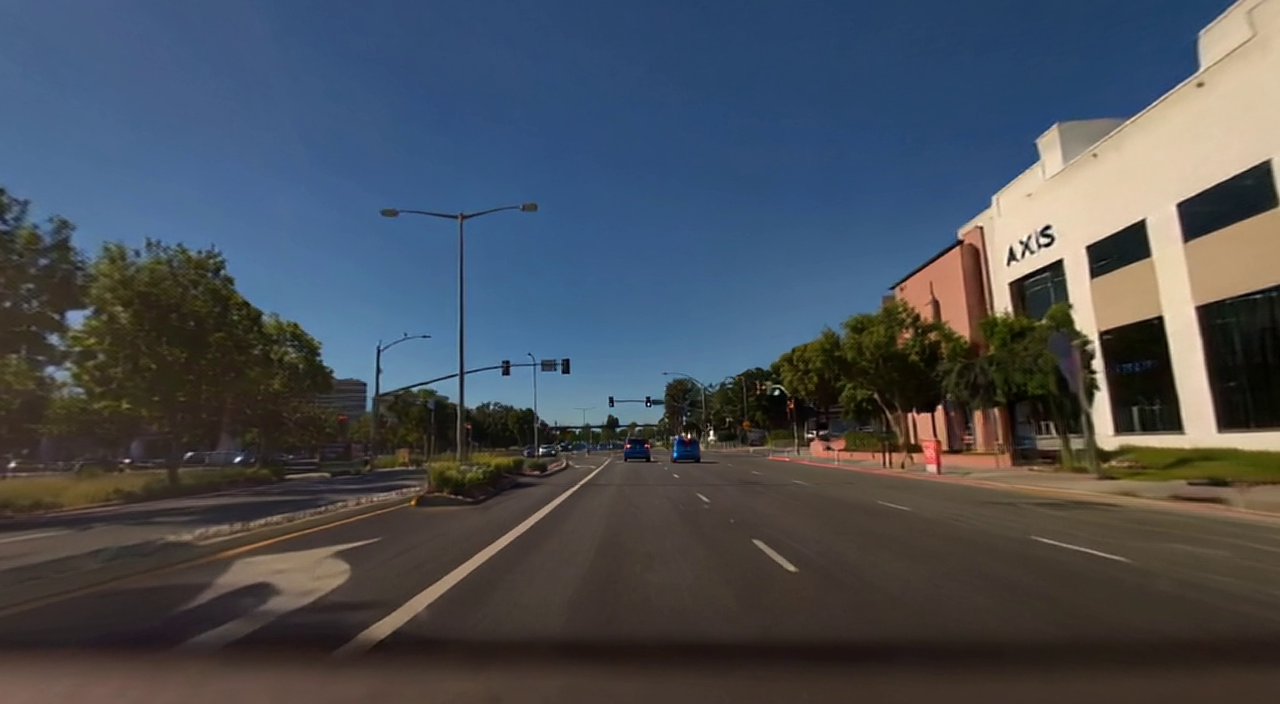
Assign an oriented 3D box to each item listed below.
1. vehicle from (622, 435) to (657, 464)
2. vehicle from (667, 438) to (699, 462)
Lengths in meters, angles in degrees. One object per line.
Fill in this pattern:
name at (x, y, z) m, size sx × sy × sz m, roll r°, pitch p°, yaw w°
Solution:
vehicle at (-0.096, 7.084, 46.123) m, size 2.413 × 1.939 × 4.716 m, roll 0°, pitch -8°, yaw -2°
vehicle at (3.317, 7.631, 49.298) m, size 2.107 × 1.736 × 4.228 m, roll 0°, pitch -8°, yaw -2°
